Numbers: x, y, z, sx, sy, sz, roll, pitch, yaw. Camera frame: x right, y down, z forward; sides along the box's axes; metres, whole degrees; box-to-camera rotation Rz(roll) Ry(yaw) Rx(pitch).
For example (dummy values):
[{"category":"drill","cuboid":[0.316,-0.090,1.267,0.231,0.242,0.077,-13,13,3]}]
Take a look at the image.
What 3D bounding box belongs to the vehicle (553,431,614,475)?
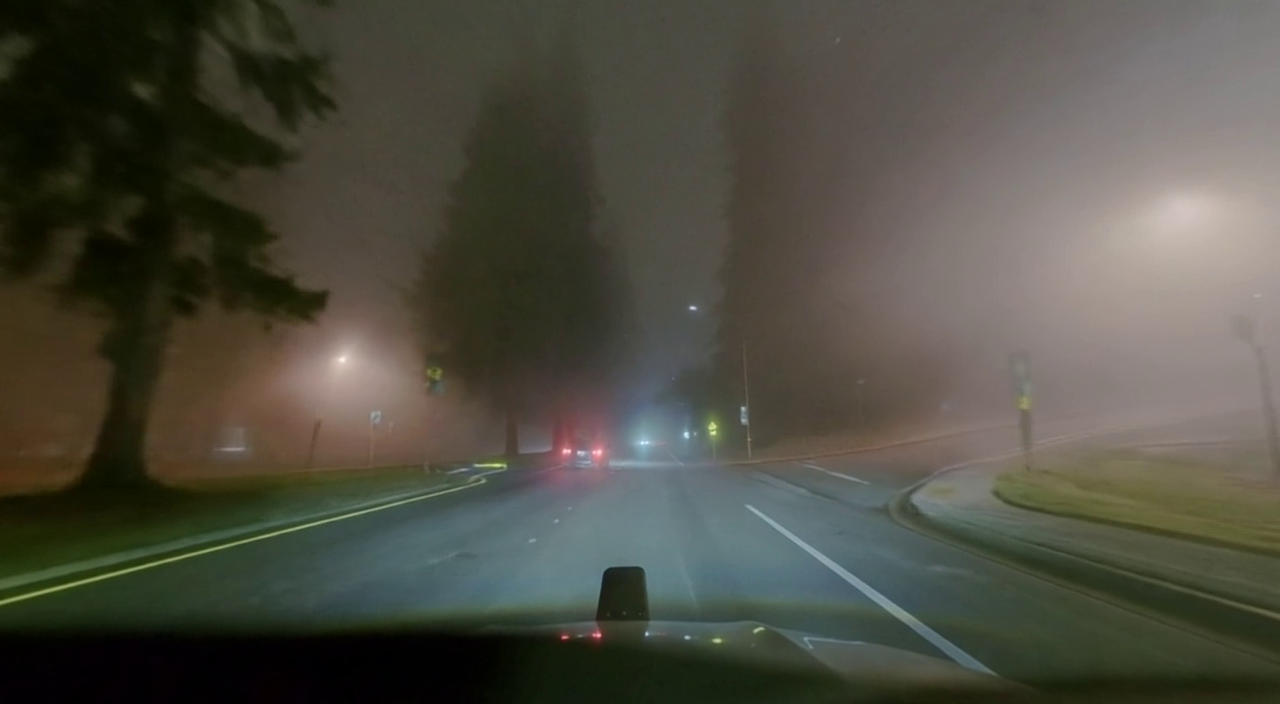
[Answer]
[{"category":"vehicle","cuboid":[-2.275,4.229,26.604,2.016,1.694,4.335,0,-8,2]}]
